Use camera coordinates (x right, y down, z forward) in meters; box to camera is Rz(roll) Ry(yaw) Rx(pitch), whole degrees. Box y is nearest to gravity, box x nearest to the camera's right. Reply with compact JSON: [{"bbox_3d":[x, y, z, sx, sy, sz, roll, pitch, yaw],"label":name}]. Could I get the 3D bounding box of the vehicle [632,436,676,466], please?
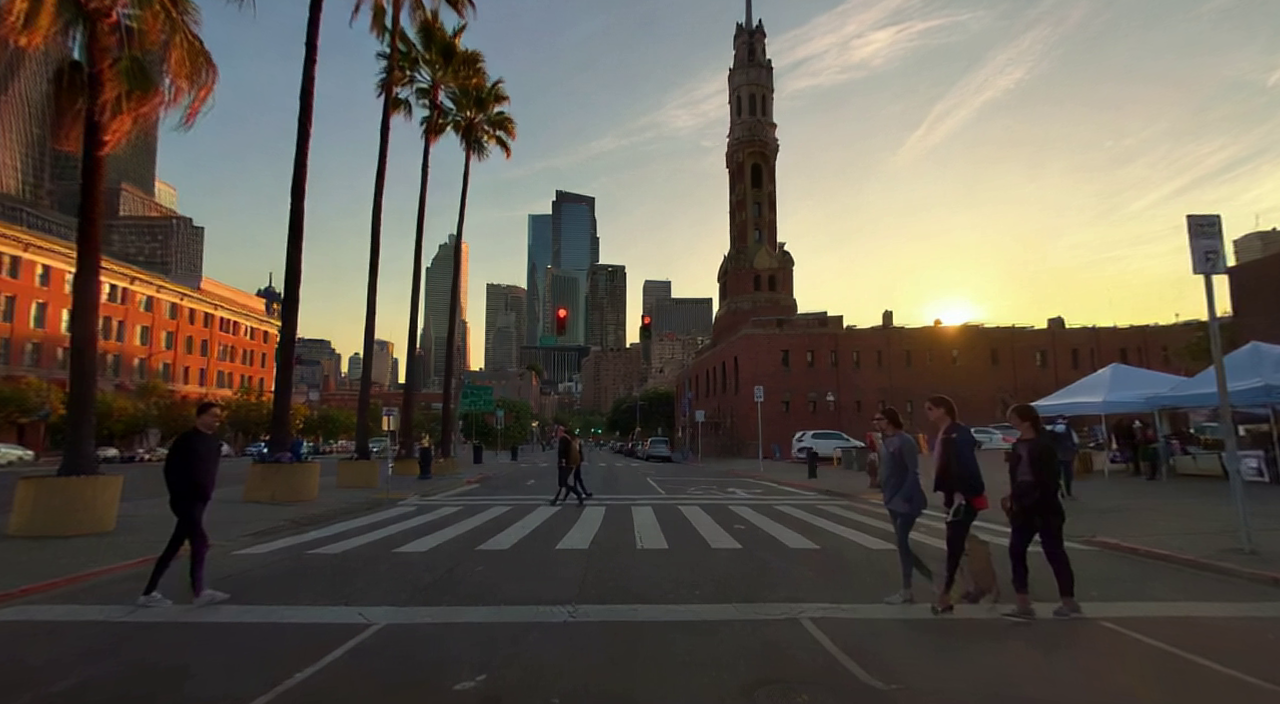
[{"bbox_3d":[0.936,7.274,46.547,2.322,2.071,5.366,1,-9,-9],"label":"vehicle"}]
